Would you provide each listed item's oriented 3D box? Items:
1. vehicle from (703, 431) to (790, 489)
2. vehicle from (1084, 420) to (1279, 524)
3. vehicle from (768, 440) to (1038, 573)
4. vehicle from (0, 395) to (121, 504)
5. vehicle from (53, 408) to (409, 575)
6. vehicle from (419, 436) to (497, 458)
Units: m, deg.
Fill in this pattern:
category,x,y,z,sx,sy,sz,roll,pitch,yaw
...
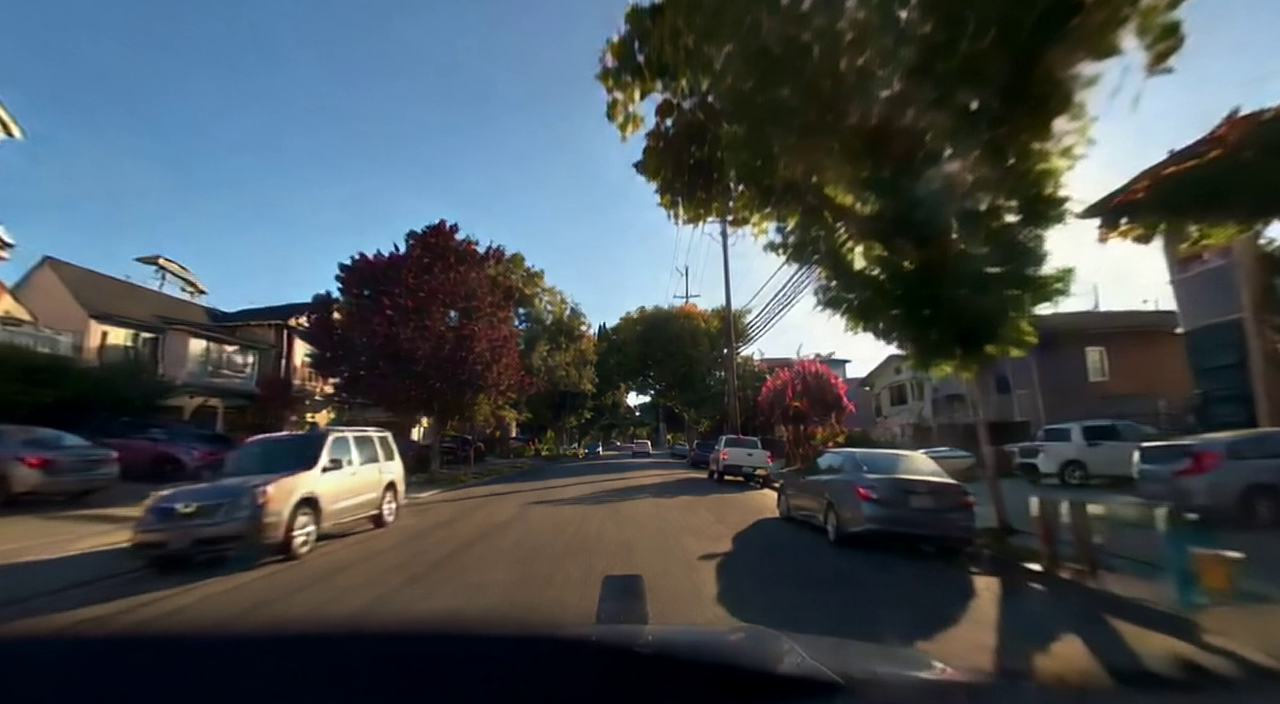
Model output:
category,x,y,z,sx,sy,sz,roll,pitch,yaw
vehicle,3.666,3.818,22.738,2.280,1.820,5.001,0,-8,0
vehicle,10.799,2.005,10.802,4.739,1.576,2.086,0,-9,3
vehicle,3.471,2.119,9.644,2.008,1.482,4.891,0,-8,0
vehicle,-12.934,1.671,11.436,5.040,1.756,2.315,2,-8,3
vehicle,-5.088,1.789,8.809,2.103,1.731,4.197,0,-9,0
vehicle,-12.665,6.662,44.260,4.792,1.521,2.077,0,-8,1
